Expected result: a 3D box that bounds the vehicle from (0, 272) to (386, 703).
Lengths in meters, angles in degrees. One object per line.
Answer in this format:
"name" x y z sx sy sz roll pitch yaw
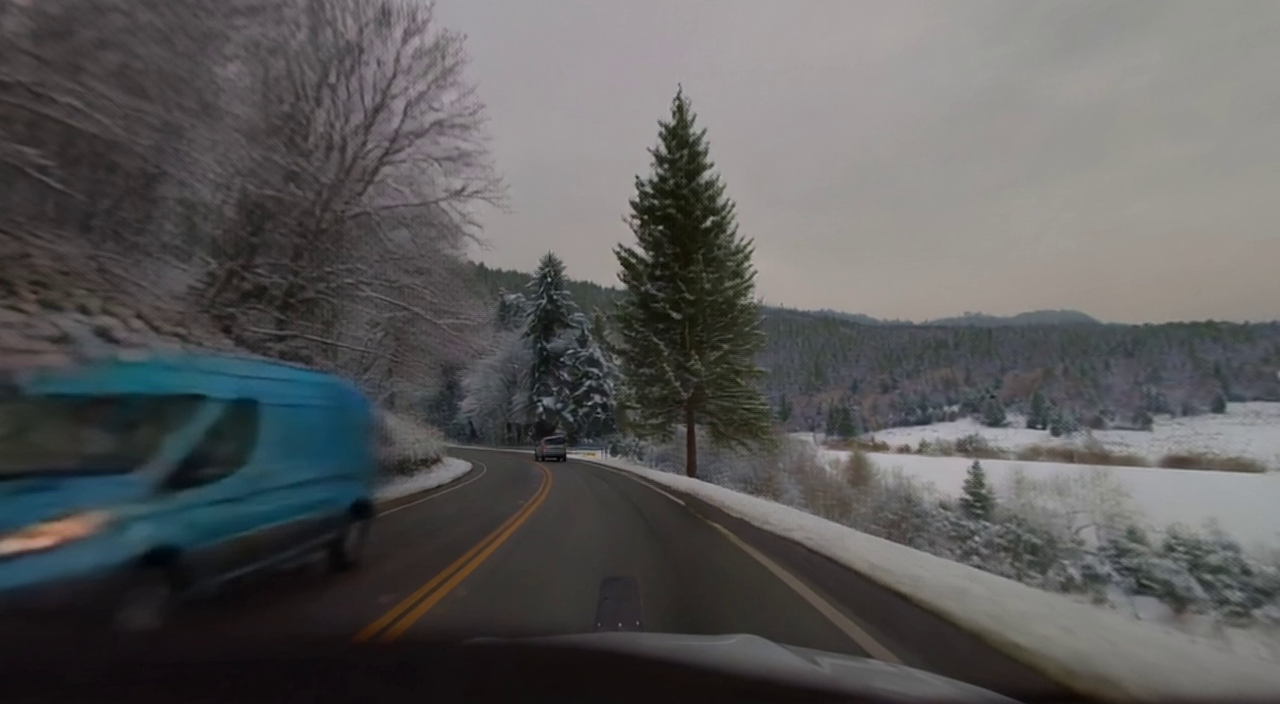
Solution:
"vehicle" -4.634 1.119 6.173 2.373 2.488 5.160 0 -9 -4
